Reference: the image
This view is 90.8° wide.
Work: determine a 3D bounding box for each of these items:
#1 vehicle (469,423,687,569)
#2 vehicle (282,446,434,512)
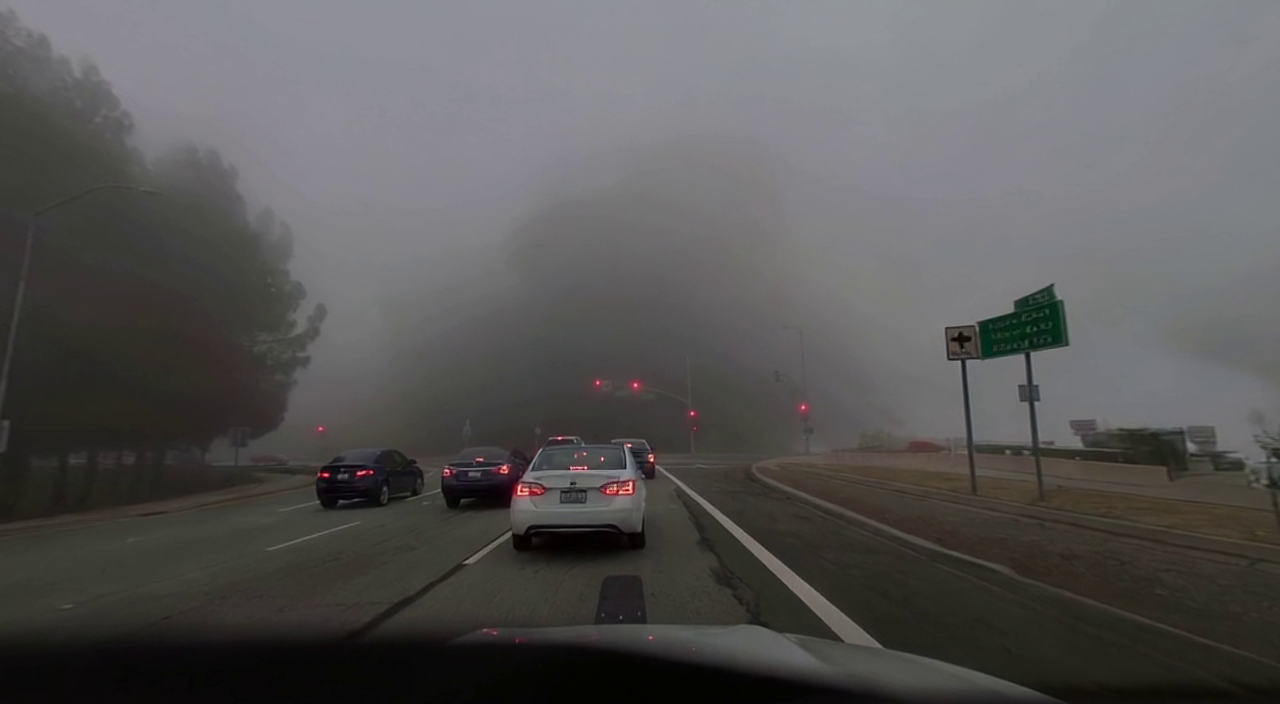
[{"bbox_3d":[-0.651,1.824,8.811,2.231,1.481,4.489,0,-8,0],"label":"vehicle"},{"bbox_3d":[-7.025,3.165,16.368,1.852,1.458,4.422,0,-8,1],"label":"vehicle"}]
